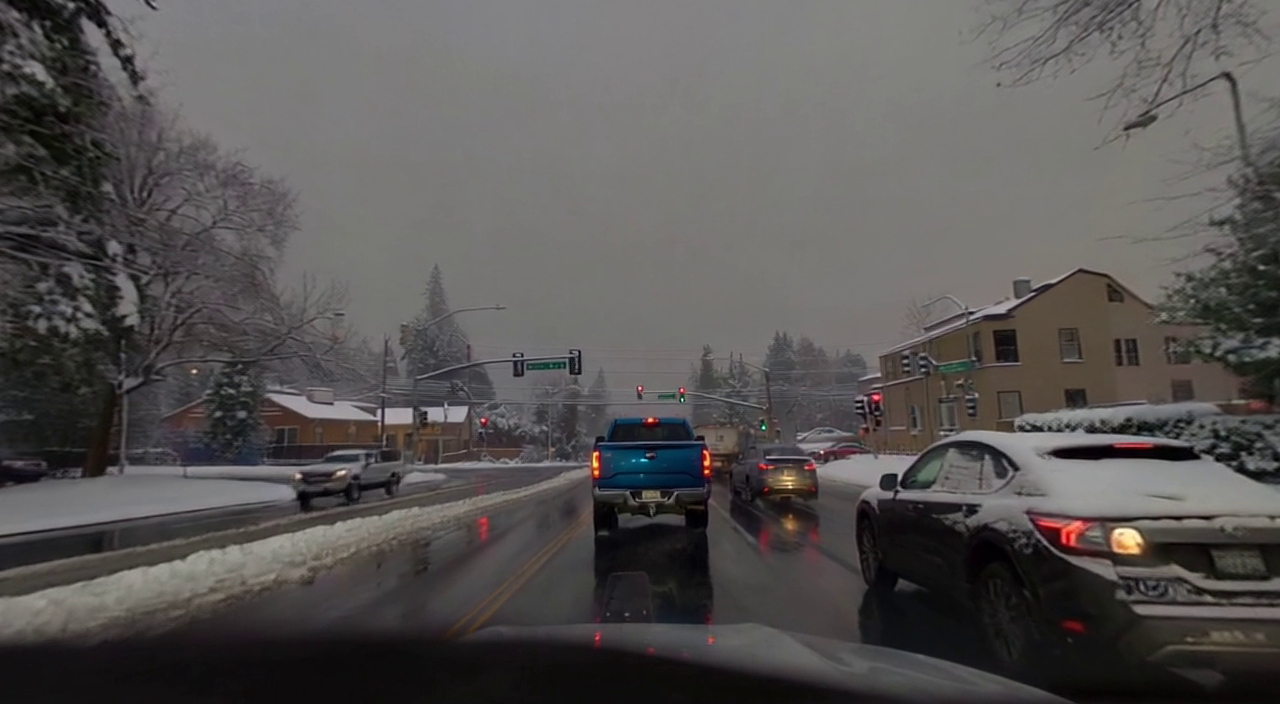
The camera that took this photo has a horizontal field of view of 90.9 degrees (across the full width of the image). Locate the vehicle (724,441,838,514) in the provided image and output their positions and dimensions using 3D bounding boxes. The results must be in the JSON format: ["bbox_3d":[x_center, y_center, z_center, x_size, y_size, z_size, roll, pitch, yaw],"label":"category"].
[{"bbox_3d":[3.506,3.193,16.572,1.957,1.646,4.355,0,-8,0],"label":"vehicle"}]

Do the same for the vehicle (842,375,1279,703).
[{"bbox_3d":[3.310,1.225,4.237,2.155,1.667,5.162,0,-8,0],"label":"vehicle"}]

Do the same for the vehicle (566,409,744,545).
[{"bbox_3d":[0.235,2.265,12.170,2.636,2.011,5.425,0,-8,0],"label":"vehicle"}]
